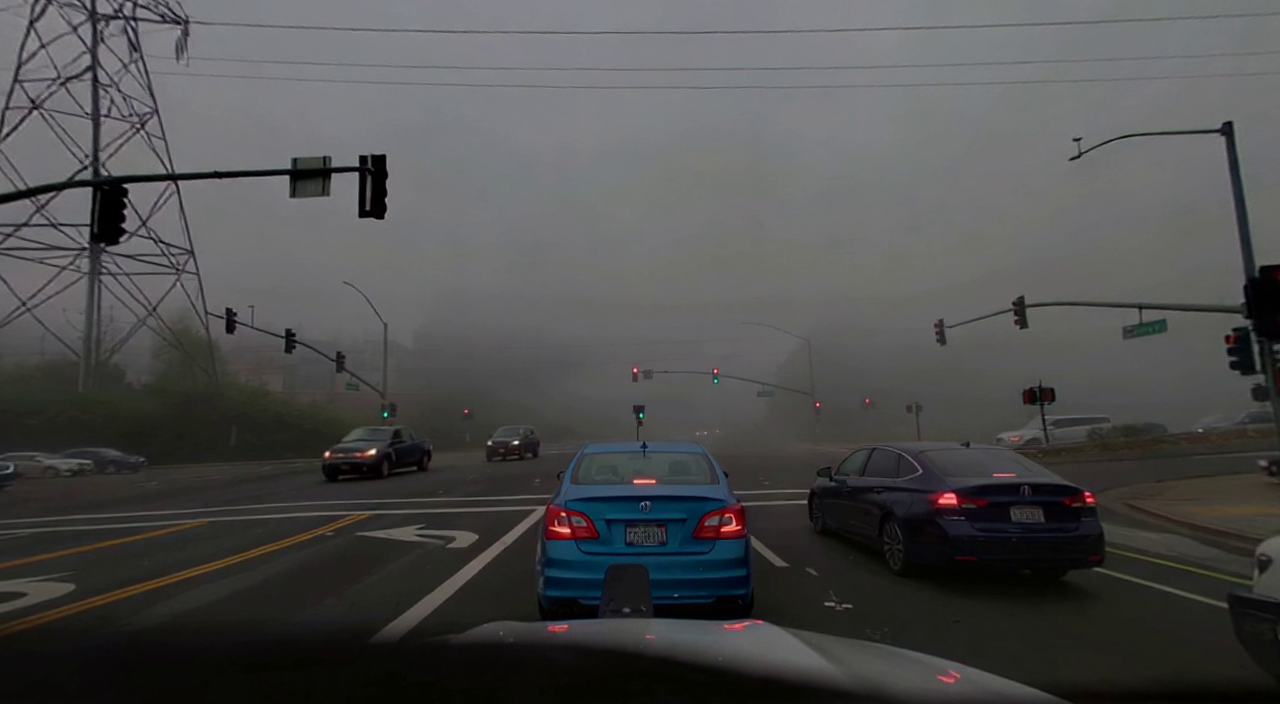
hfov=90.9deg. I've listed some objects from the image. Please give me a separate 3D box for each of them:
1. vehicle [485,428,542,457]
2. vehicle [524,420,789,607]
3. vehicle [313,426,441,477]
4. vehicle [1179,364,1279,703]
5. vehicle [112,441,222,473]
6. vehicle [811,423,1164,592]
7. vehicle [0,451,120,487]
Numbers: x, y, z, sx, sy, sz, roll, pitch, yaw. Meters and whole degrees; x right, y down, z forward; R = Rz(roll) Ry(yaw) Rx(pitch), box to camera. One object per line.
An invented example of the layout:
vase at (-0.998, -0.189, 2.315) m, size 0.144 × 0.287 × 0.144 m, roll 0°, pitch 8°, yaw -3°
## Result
vehicle at (-8.463, 6.123, 42.715) m, size 2.161 × 1.818 × 5.672 m, roll -1°, pitch -8°, yaw 6°
vehicle at (0.118, 1.598, 7.133) m, size 2.117 × 1.474 × 4.036 m, roll 0°, pitch -8°, yaw 0°
vehicle at (-9.887, 3.826, 24.368) m, size 2.269 × 1.716 × 5.700 m, roll -1°, pitch -8°, yaw 3°
vehicle at (3.414, 0.590, 0.631) m, size 1.926 × 1.614 × 4.330 m, roll 0°, pitch -8°, yaw 1°
vehicle at (-26.010, 5.771, 34.808) m, size 4.417 × 1.637 × 1.956 m, roll 0°, pitch -8°, yaw -2°
vehicle at (3.659, 1.685, 7.726) m, size 1.835 × 1.473 × 4.190 m, roll 0°, pitch -8°, yaw -2°
vehicle at (-25.910, 5.117, 27.766) m, size 4.263 × 1.464 × 1.895 m, roll 0°, pitch -8°, yaw -1°
